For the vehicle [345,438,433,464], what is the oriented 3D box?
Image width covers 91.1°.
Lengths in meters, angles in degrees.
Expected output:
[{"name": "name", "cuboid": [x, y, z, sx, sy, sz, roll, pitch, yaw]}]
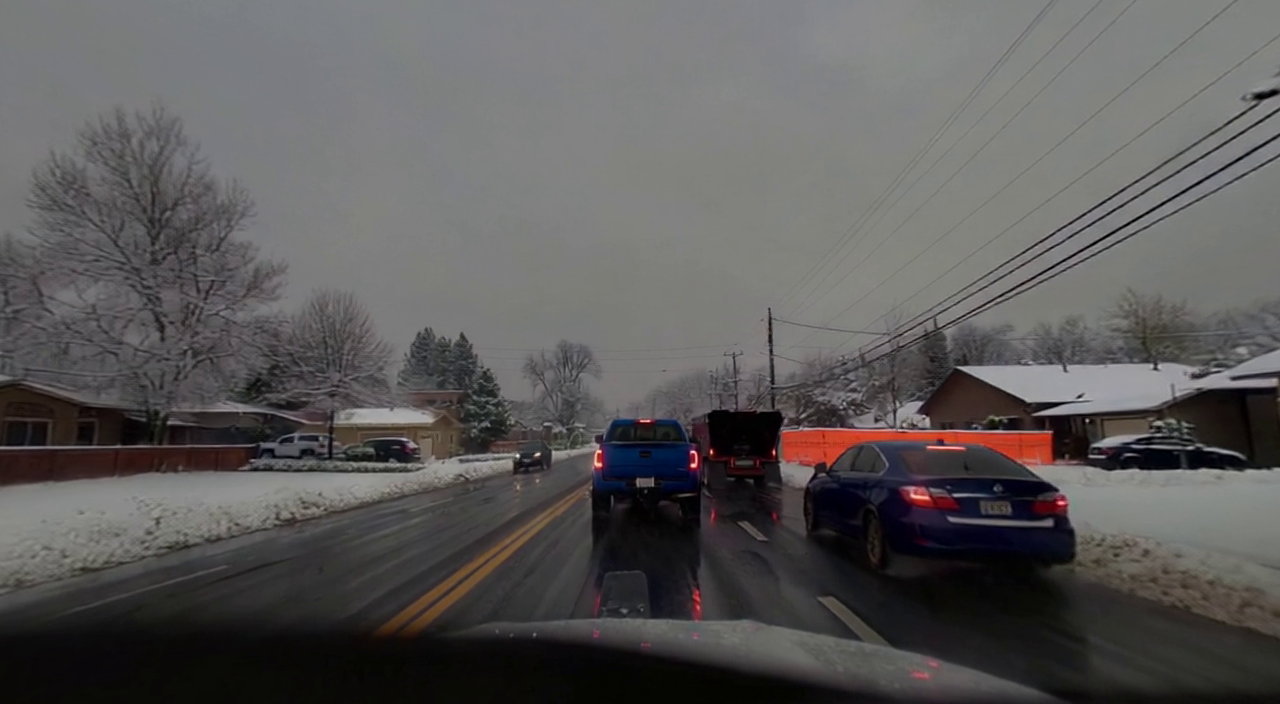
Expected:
[{"name": "vehicle", "cuboid": [-15.012, 5.945, 37.739, 4.490, 1.500, 1.875, 0, -8, -2]}]

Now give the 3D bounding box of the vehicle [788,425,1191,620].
[{"name": "vehicle", "cuboid": [3.257, 1.659, 7.182, 2.010, 1.499, 4.481, 0, -8, 0]}]

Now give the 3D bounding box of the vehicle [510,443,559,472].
[{"name": "vehicle", "cuboid": [-5.940, 5.970, 35.880, 1.953, 1.528, 4.492, 0, -8, 1]}]

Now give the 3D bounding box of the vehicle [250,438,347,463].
[{"name": "vehicle", "cuboid": [-20.321, 5.878, 37.446, 4.706, 1.468, 1.817, -1, -8, 3]}]

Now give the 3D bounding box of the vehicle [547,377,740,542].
[{"name": "vehicle", "cuboid": [0.083, 2.005, 12.270, 2.751, 2.361, 6.347, 0, -8, 1]}]
